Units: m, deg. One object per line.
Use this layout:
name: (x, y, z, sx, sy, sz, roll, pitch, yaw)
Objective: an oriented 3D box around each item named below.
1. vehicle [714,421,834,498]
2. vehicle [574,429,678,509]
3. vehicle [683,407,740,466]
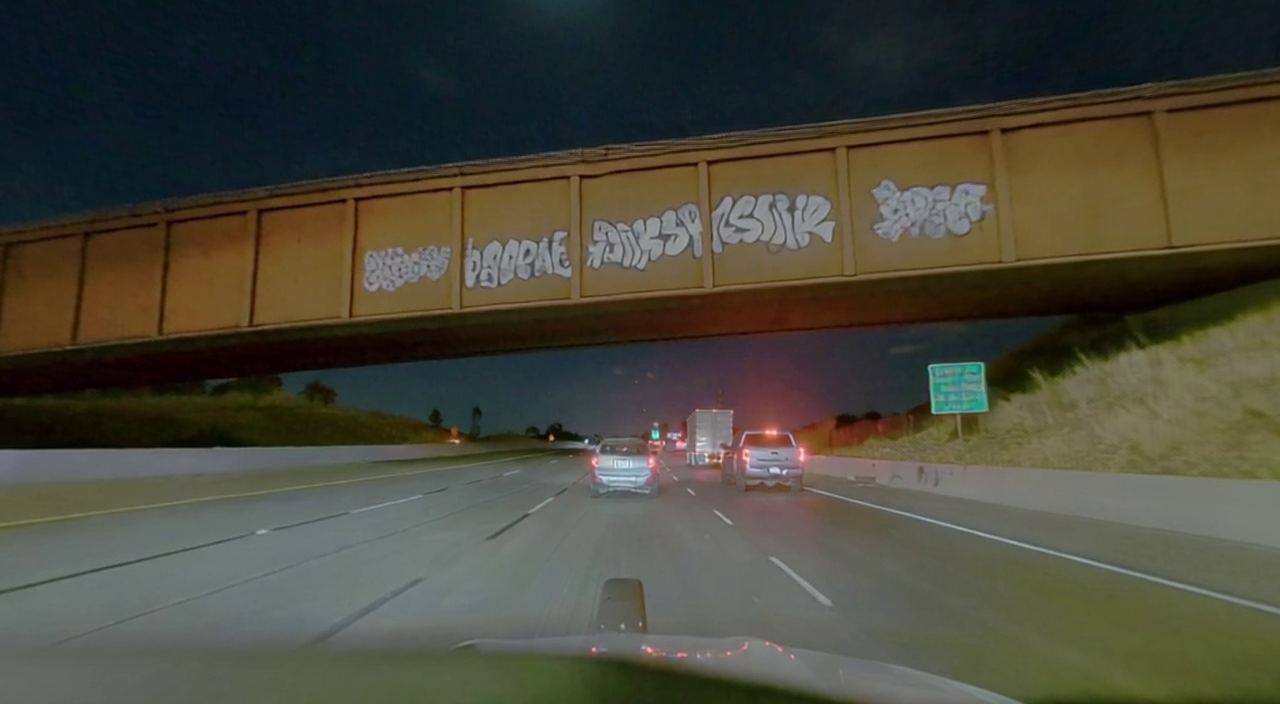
vehicle: (3.739, 3.163, 18.979, 2.311, 1.922, 5.977, 0, -8, 0)
vehicle: (-0.280, 2.761, 15.332, 2.193, 1.651, 3.946, 0, -8, 1)
vehicle: (4.438, 5.503, 40.552, 2.873, 3.408, 7.323, 0, -8, 1)
